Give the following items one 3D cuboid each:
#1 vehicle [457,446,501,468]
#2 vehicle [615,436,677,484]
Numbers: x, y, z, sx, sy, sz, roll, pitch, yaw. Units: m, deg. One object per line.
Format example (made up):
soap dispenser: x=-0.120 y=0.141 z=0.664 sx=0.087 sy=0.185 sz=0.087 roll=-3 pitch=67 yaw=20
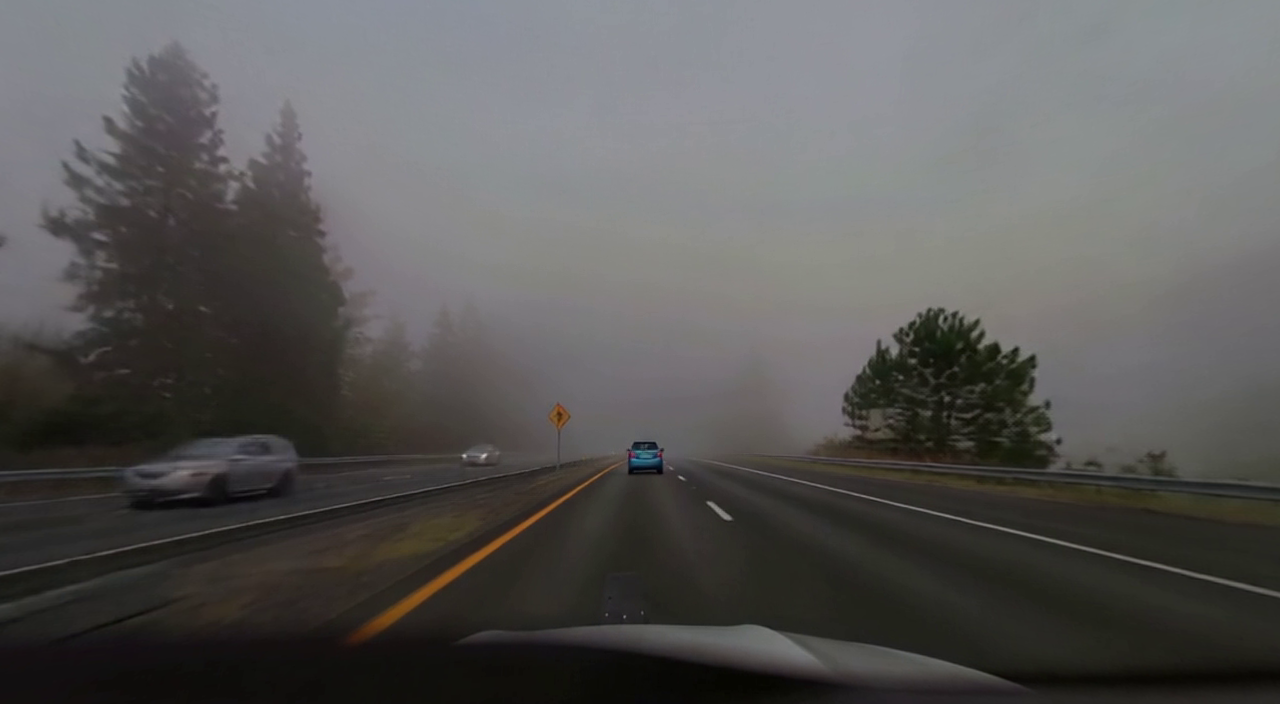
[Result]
vehicle: x=-11.440 y=7.460 z=44.955 sx=1.847 sy=1.486 sz=4.383 roll=0 pitch=-9 yaw=2
vehicle: x=0.221 y=4.167 z=24.484 sx=2.190 sy=1.706 sz=4.062 roll=0 pitch=-9 yaw=0
